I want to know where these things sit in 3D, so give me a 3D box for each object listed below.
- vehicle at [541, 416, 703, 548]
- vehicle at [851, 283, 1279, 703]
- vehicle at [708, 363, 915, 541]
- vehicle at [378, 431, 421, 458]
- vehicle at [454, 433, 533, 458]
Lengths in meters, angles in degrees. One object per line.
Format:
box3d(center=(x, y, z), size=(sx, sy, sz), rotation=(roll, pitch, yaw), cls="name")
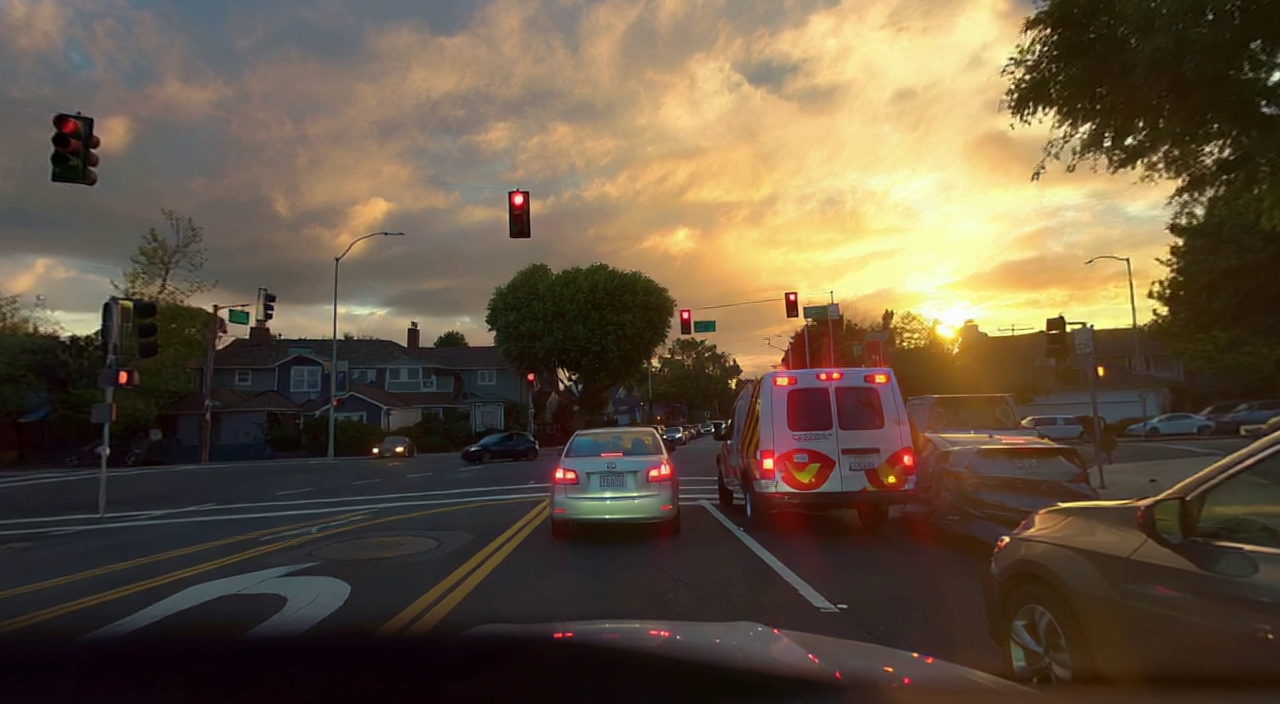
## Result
box3d(center=(-0.277, 1.975, 10.206), size=(2.114, 1.707, 3.725), rotation=(0, -8, -1), cls="vehicle")
box3d(center=(2.849, 0.892, 2.846), size=(2.194, 1.820, 4.652), rotation=(0, -8, 0), cls="vehicle")
box3d(center=(2.883, 1.900, 12.387), size=(2.406, 2.687, 5.521), rotation=(0, -8, -1), cls="vehicle")
box3d(center=(-17.737, 6.880, 46.888), size=(2.246, 1.880, 4.454), rotation=(1, -8, -12), cls="vehicle")
box3d(center=(-9.338, 5.996, 40.480), size=(4.531, 1.492, 1.951), rotation=(8, -12, -44), cls="vehicle")
